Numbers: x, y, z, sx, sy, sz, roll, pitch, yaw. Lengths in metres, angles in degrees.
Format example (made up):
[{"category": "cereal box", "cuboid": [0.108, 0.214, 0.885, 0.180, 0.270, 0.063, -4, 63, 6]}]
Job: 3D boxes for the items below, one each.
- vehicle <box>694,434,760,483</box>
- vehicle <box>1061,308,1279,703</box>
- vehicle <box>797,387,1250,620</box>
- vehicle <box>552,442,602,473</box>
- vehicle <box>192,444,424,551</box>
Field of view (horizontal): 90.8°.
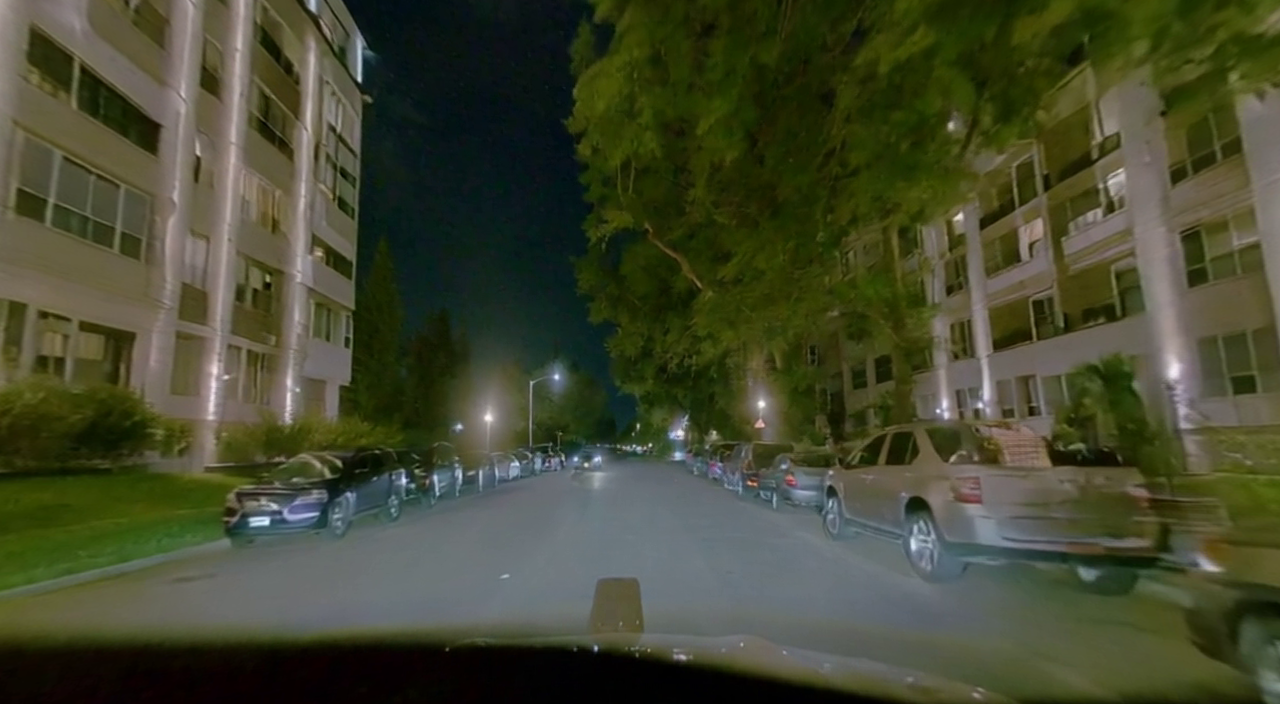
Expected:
[{"category": "vehicle", "cuboid": [3.288, 4.117, 24.710, 1.797, 1.717, 4.384, 0, -8, -2]}, {"category": "vehicle", "cuboid": [3.393, 0.547, 1.079, 1.835, 1.809, 4.997, 0, -8, -1]}, {"category": "vehicle", "cuboid": [3.501, 1.492, 7.264, 1.972, 1.725, 4.956, 0, -8, -2]}, {"category": "vehicle", "cuboid": [-3.205, 5.457, 32.850, 1.939, 1.504, 4.121, -1, -8, 3]}, {"category": "vehicle", "cuboid": [-5.466, 2.392, 11.203, 1.647, 1.481, 4.433, 0, -8, 1]}]
